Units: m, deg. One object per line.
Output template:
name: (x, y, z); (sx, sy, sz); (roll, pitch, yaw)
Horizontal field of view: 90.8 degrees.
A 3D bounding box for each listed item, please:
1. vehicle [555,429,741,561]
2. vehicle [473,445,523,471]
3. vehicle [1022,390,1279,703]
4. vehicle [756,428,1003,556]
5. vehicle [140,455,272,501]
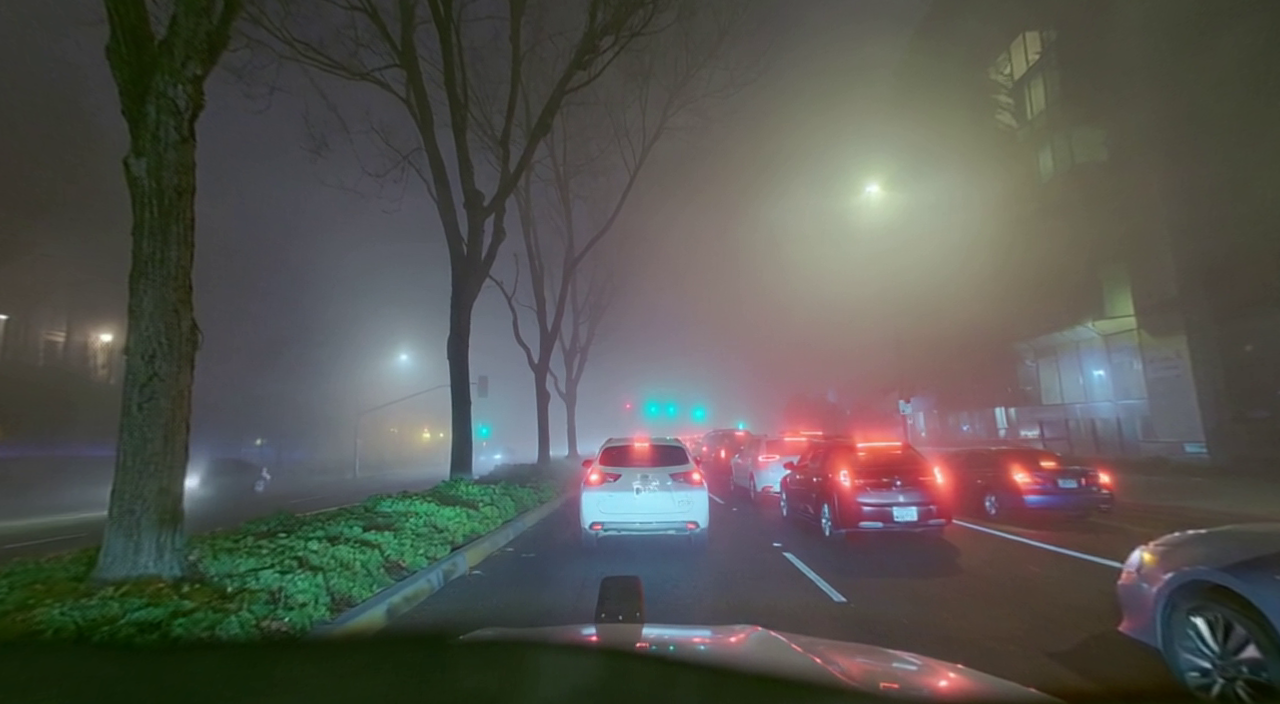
vehicle: (0.057, 1.926, 9.281); (2.105, 1.474, 4.127); (0, -8, -1)
vehicle: (-9.079, 6.812, 40.843); (2.000, 1.519, 4.964); (0, -8, 1)
vehicle: (3.219, 0.749, 1.296); (1.982, 1.491, 4.664); (0, -8, 1)
vehicle: (3.256, 1.992, 9.792); (1.995, 1.483, 4.533); (0, -8, -1)
vehicle: (-16.190, 4.693, 23.922); (1.848, 1.447, 4.501); (0, -8, -1)
